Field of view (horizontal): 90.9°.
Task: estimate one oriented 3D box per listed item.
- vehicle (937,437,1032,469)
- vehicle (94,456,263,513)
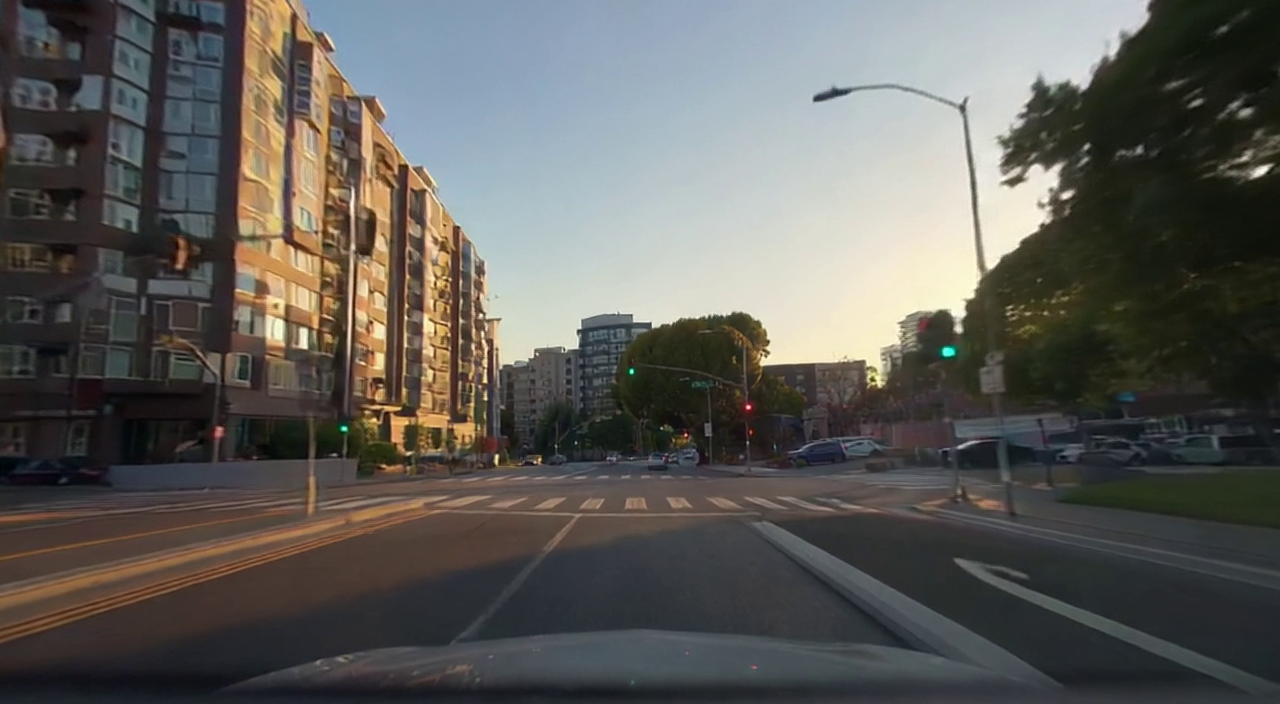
[{"bbox_3d":[18.675,5.480,34.277,4.009,1.620,1.882,0,-9,-4],"label":"vehicle"},{"bbox_3d":[-13.895,3.970,19.384,1.833,1.444,4.325,-1,-8,2],"label":"vehicle"}]
